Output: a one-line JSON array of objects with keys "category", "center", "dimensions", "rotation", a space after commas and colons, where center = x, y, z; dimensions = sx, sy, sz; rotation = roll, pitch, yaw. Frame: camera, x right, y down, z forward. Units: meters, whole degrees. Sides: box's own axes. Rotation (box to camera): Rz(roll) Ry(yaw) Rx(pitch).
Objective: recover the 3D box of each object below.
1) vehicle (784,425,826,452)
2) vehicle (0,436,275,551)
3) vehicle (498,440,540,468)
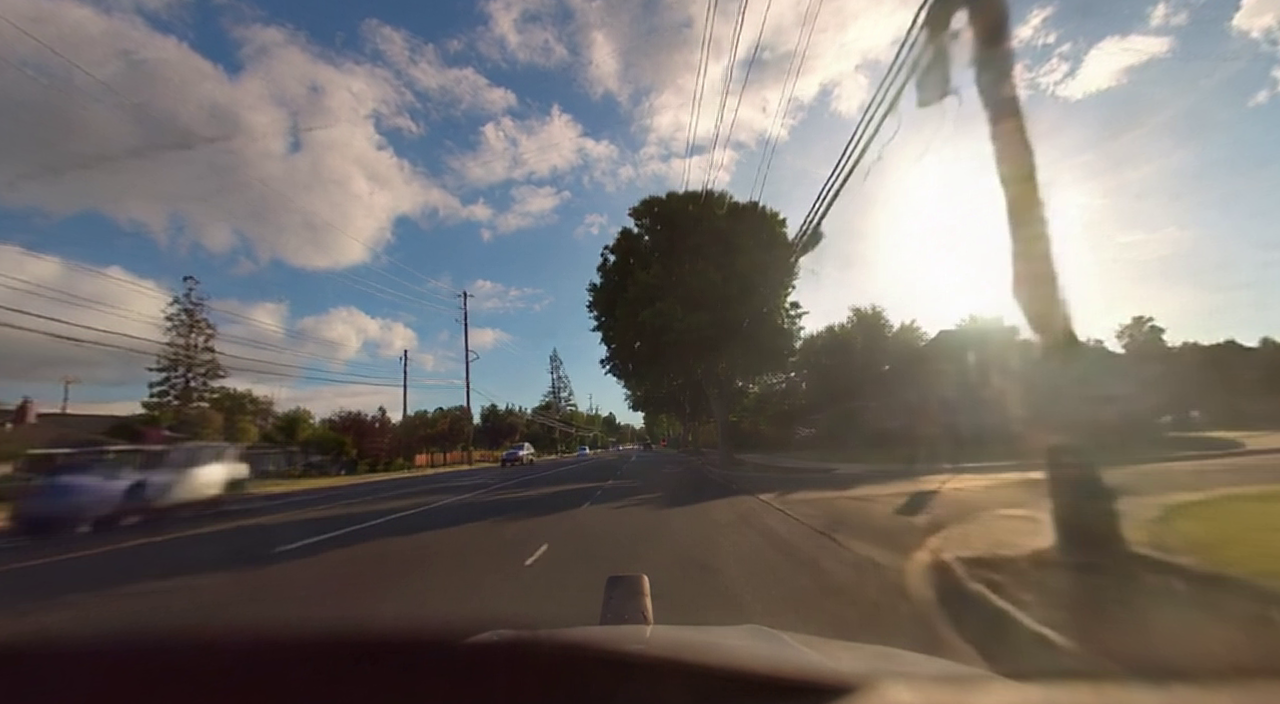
[{"category": "vehicle", "center": [11.097, 5.873, 42.505], "dimensions": [1.737, 1.633, 3.268], "rotation": [3, -11, -4]}, {"category": "vehicle", "center": [-9.281, 2.493, 11.875], "dimensions": [2.003, 1.719, 4.489], "rotation": [-1, -9, 2]}, {"category": "vehicle", "center": [-8.713, 7.356, 45.696], "dimensions": [2.057, 1.865, 4.626], "rotation": [0, -9, 1]}]
